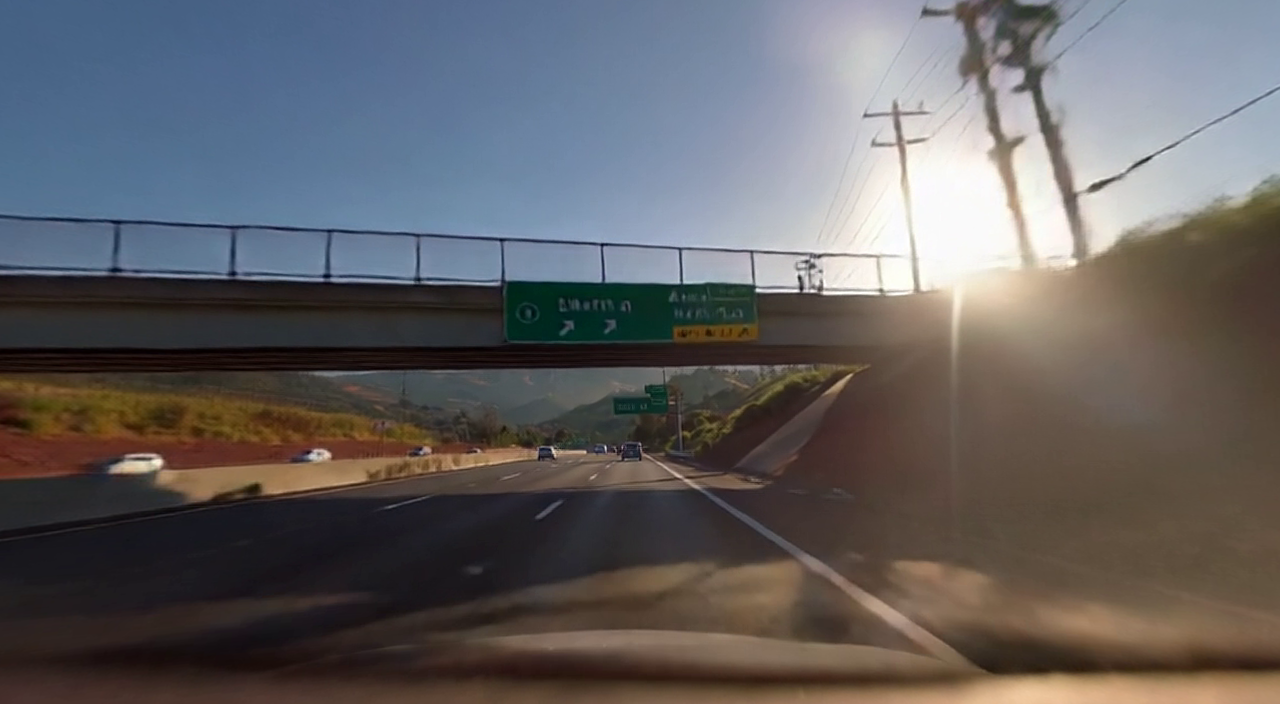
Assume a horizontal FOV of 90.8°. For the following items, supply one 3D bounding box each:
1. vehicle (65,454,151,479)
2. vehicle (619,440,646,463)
[{"bbox_3d":[-36.452,7.821,43.439,1.839,1.424,4.645,0,-8,1],"label":"vehicle"},{"bbox_3d":[-0.605,7.834,49.995,2.063,1.715,4.299,0,-8,-1],"label":"vehicle"}]
